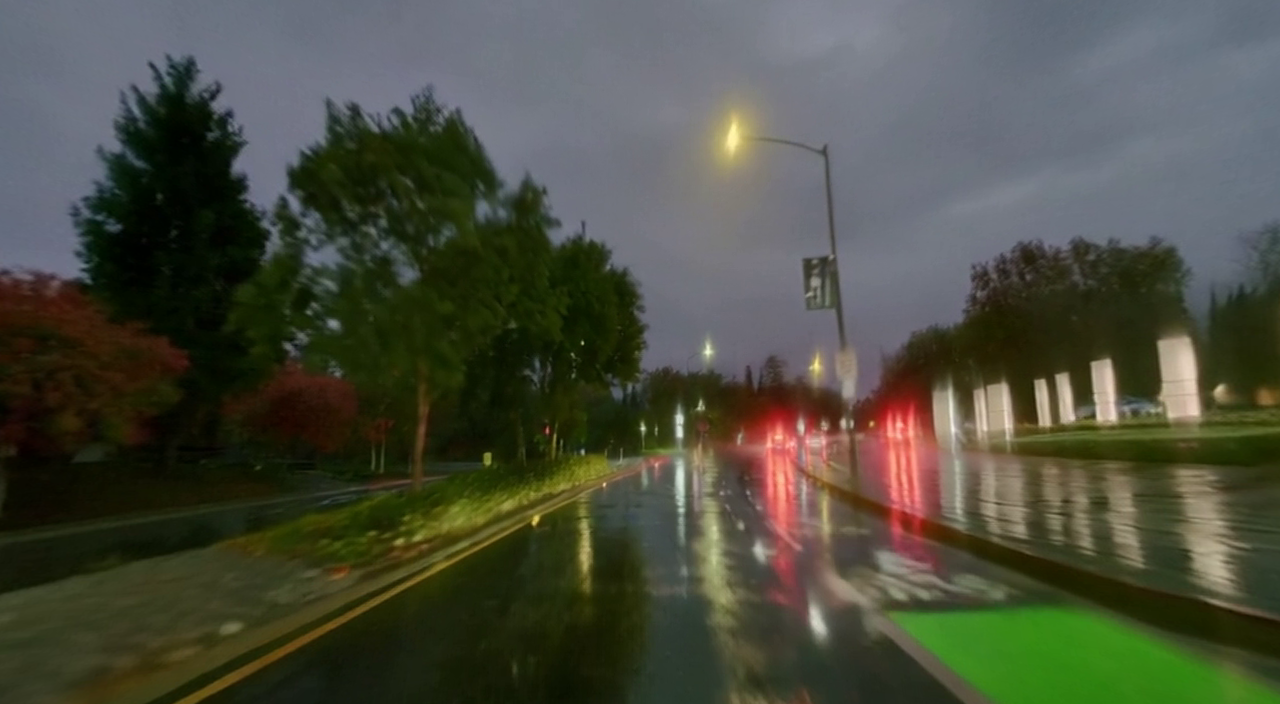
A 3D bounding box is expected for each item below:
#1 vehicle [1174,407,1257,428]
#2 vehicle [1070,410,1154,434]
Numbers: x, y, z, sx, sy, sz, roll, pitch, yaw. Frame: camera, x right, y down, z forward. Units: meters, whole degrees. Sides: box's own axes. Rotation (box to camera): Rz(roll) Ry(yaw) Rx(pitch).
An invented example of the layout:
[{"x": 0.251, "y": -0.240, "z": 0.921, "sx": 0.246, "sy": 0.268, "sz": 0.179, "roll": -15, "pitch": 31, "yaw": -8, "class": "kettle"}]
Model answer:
[{"x": 41.850, "y": 4.776, "z": 45.976, "sx": 4.406, "sy": 1.461, "sz": 1.851, "roll": 0, "pitch": -8, "yaw": -5, "class": "vehicle"}, {"x": 34.223, "y": 5.088, "z": 45.874, "sx": 4.615, "sy": 1.610, "sz": 2.040, "roll": 0, "pitch": -8, "yaw": -6, "class": "vehicle"}]
